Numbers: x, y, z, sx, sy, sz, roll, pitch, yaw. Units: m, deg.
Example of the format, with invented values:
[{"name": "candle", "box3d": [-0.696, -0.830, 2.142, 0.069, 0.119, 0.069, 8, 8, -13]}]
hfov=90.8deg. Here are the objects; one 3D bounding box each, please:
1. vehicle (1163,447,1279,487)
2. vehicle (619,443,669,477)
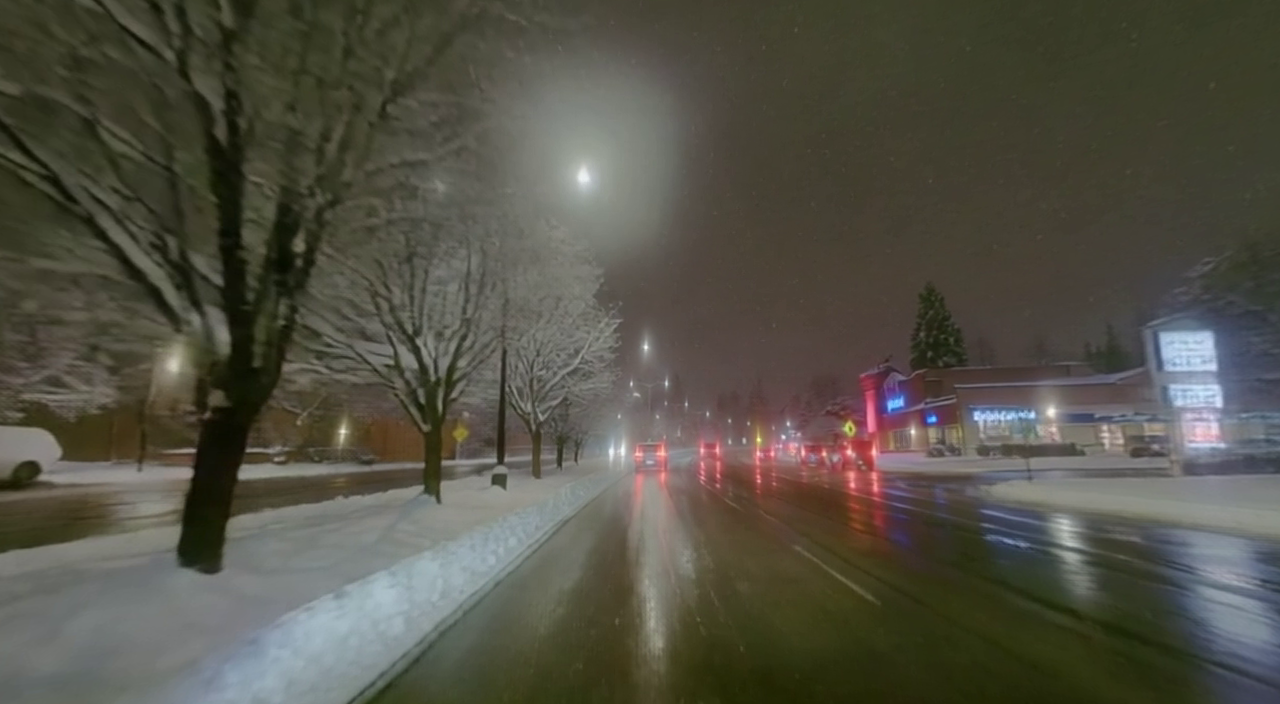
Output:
[{"name": "vehicle", "box3d": [21.274, 4.053, 22.338, 4.016, 1.329, 1.702, 0, -10, -3]}, {"name": "vehicle", "box3d": [0.267, 4.890, 28.916, 2.095, 1.456, 3.873, -1, -8, 3]}]
